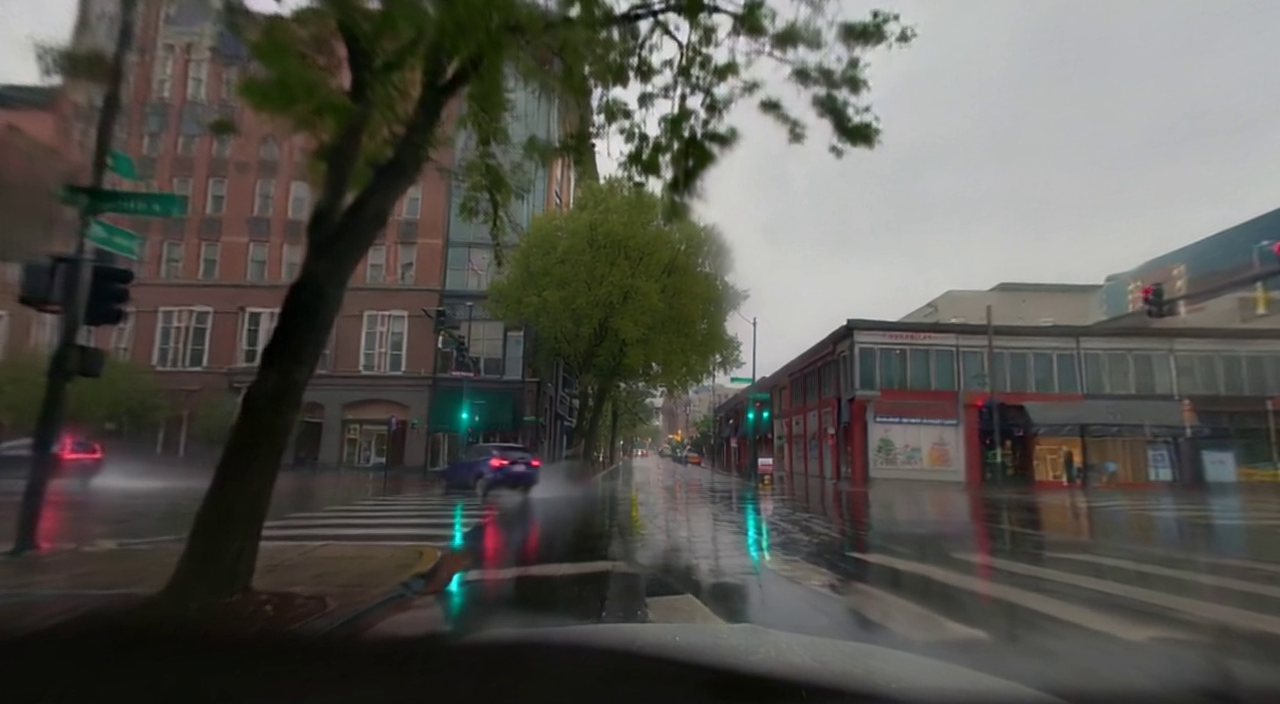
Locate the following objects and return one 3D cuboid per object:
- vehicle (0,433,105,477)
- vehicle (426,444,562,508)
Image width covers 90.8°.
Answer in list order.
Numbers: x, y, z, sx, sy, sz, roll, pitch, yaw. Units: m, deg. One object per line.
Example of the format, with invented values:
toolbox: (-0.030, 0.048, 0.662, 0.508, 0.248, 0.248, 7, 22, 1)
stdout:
vehicle: (-22.246, 3.646, 22.438, 4.627, 1.468, 1.871, 0, -8, -2)
vehicle: (-4.122, 3.273, 17.304, 2.106, 1.482, 4.459, 5, -10, -34)
